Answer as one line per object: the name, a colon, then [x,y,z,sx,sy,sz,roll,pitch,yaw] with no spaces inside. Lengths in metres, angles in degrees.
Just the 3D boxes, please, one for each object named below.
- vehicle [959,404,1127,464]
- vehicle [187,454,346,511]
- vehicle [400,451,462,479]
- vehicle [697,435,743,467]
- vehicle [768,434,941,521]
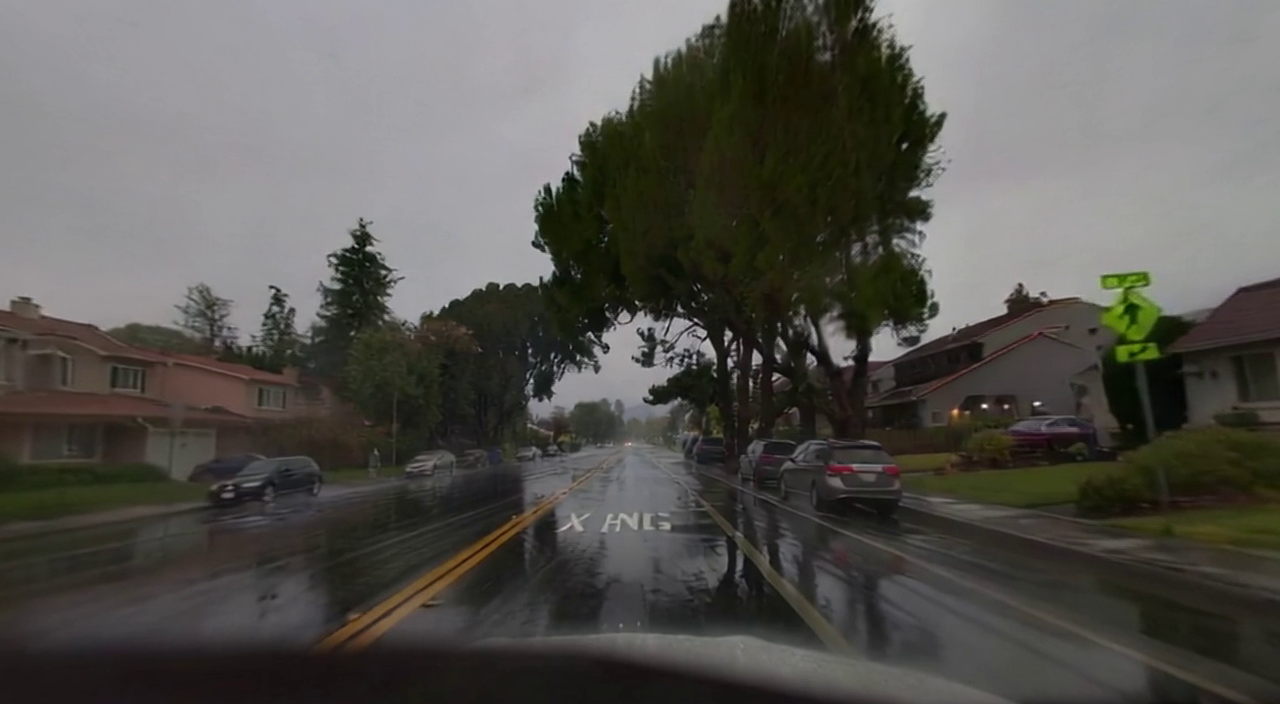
vehicle: [13.282,2.755,21.054,4.180,1.707,2.083,2,-9,0]
vehicle: [-11.442,3.982,19.838,2.079,1.509,4.591,-1,-9,2]
vehicle: [-11.581,6.267,35.294,1.867,1.452,4.331,-1,-9,1]
vehicle: [4.534,5.712,36.496,1.993,1.743,4.525,0,-9,0]
vehicle: [4.378,2.629,13.823,1.920,1.541,4.709,0,-9,-3]
